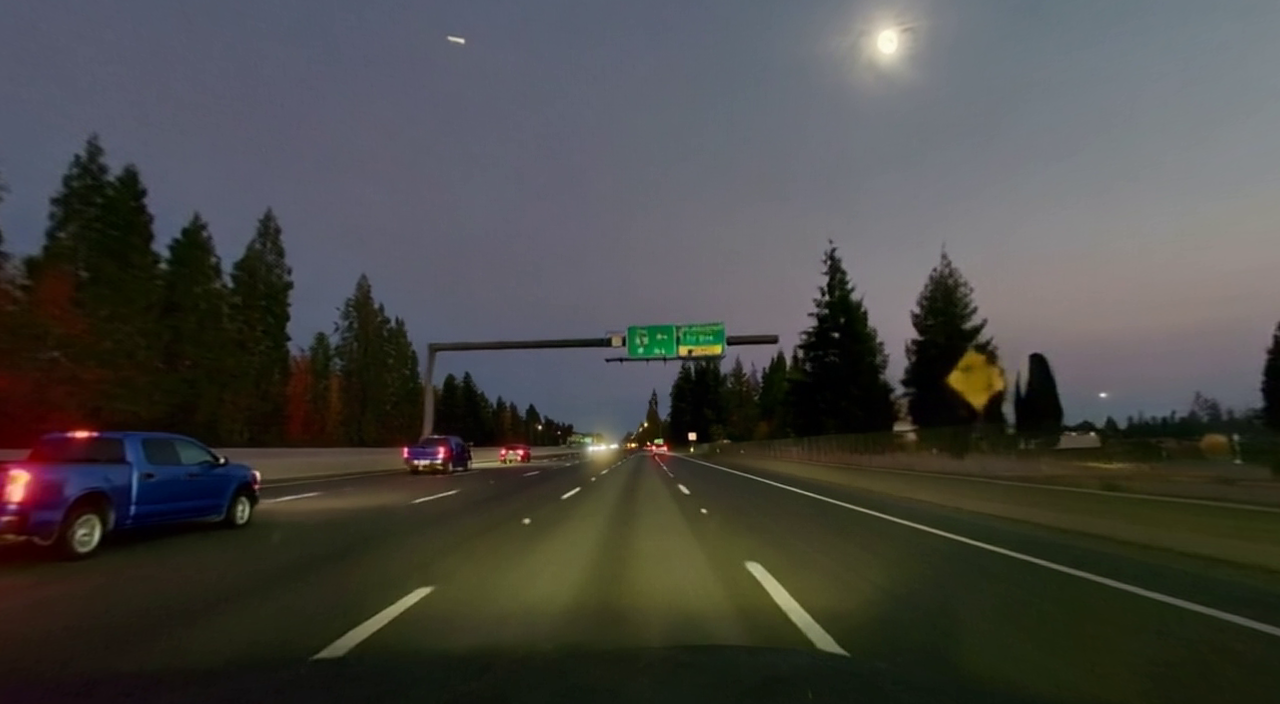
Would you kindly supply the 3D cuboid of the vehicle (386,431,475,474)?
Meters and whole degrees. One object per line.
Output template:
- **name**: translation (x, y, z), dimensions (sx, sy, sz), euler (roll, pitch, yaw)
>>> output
- **vehicle**: translation (-10.464, 5.072, 32.095), dimensions (2.347, 1.984, 5.778), euler (0, -8, 2)

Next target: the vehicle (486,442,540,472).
- **vehicle**: translation (-6.739, 5.602, 33.958), dimensions (1.919, 1.499, 4.234), euler (0, -8, 1)

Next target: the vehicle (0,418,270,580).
- **vehicle**: translation (-7.221, 1.723, 8.140), dimensions (1.965, 1.567, 4.686), euler (0, -8, 1)
